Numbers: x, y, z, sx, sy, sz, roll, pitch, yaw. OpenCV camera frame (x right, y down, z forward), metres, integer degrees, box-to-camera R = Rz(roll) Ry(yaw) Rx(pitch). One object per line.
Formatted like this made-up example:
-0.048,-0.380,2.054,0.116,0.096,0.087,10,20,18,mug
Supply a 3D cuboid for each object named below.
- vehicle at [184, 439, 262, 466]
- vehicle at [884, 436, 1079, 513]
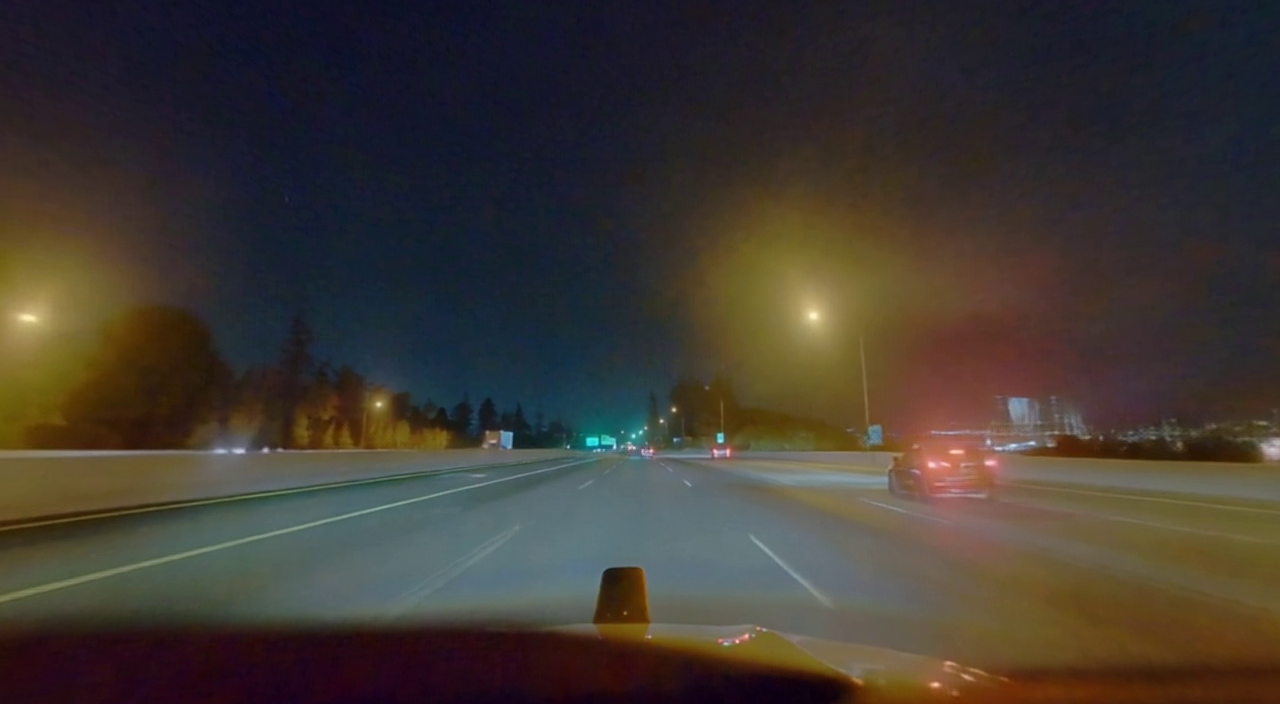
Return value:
-28.995,6.976,44.011,1.999,1.727,4.986,0,-8,0,vehicle
7.837,2.832,15.142,2.031,1.524,4.657,0,-8,-1,vehicle
